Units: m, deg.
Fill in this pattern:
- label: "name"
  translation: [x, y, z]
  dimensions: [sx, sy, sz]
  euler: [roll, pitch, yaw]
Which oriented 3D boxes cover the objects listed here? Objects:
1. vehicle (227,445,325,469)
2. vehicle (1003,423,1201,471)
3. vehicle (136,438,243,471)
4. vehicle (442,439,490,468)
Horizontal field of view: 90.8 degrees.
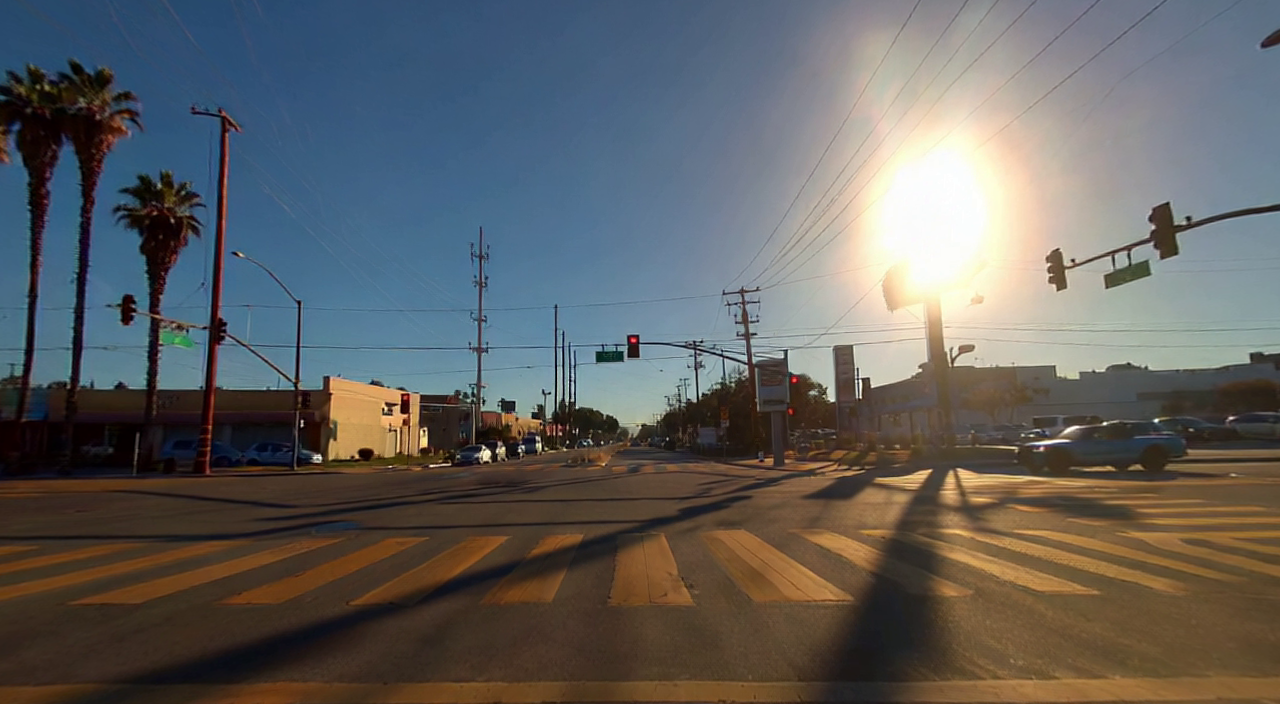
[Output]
- label: "vehicle"
  translation: [-22.317, 6.434, 38.846]
  dimensions: [4.849, 1.444, 1.881]
  euler: [0, -8, 1]
- label: "vehicle"
  translation: [15.225, 3.166, 21.087]
  dimensions: [4.918, 1.479, 1.897]
  euler: [-1, -9, 7]
- label: "vehicle"
  translation: [-25.913, 5.926, 36.460]
  dimensions: [4.613, 1.820, 2.021]
  euler: [0, -9, 3]
- label: "vehicle"
  translation: [-11.984, 6.989, 43.809]
  dimensions: [2.016, 1.717, 4.287]
  euler: [0, -6, 1]
